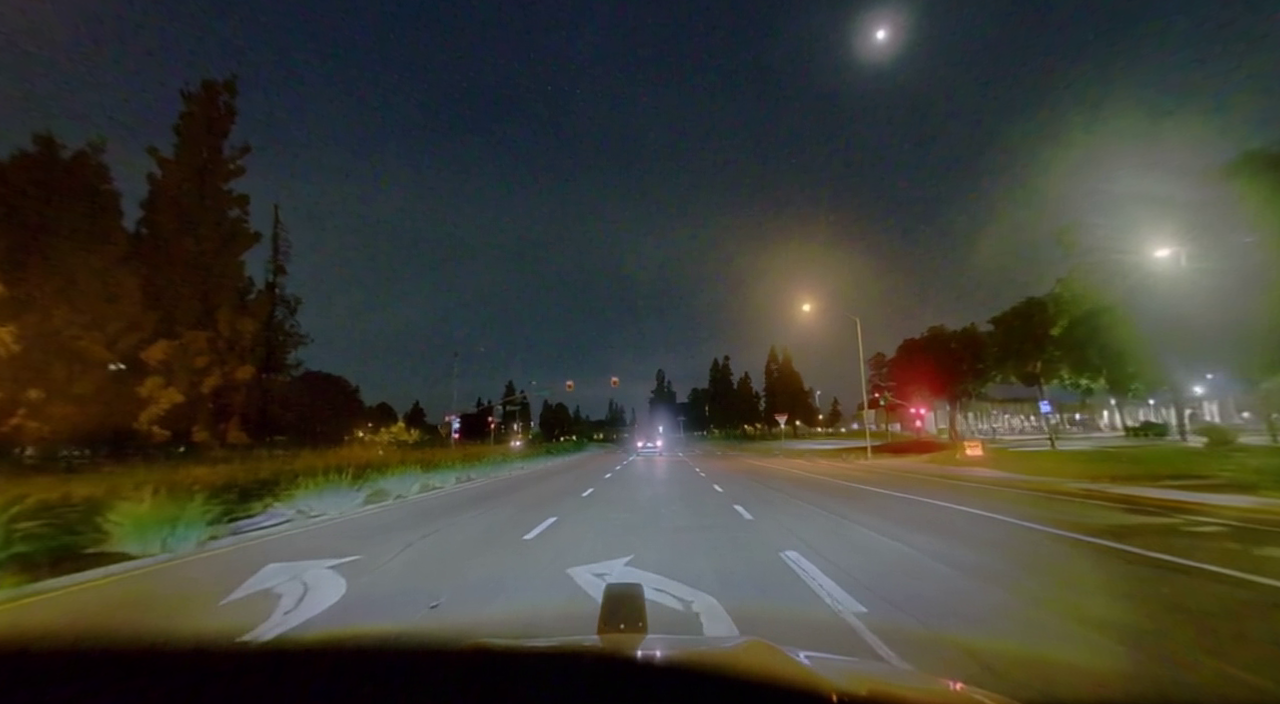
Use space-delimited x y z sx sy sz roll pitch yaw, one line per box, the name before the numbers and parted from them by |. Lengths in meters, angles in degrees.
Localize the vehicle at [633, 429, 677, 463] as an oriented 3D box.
vehicle | 0.844 5.232 35.025 2.298 1.770 4.138 0 -8 2
